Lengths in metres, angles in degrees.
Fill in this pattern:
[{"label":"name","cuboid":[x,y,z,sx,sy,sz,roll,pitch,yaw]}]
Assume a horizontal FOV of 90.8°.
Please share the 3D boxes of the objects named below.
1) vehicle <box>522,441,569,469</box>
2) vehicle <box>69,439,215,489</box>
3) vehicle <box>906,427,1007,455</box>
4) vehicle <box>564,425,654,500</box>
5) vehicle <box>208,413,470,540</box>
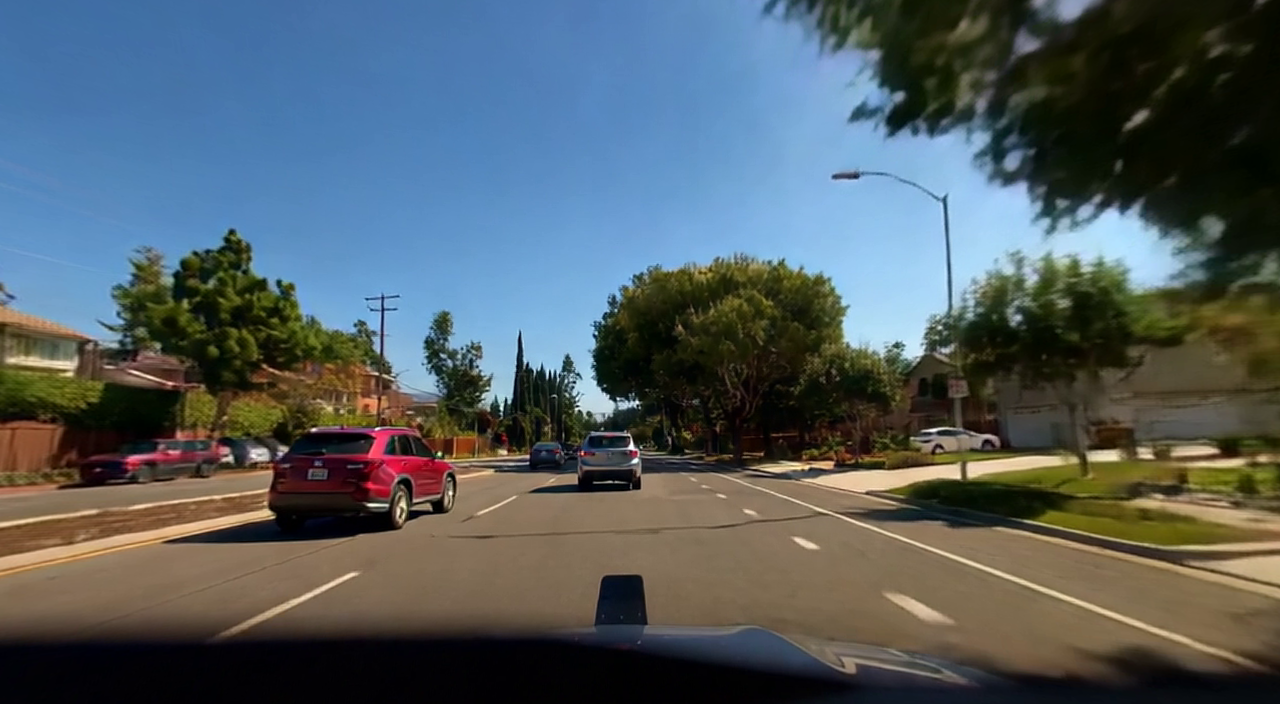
[{"label":"vehicle","cuboid":[-5.376,5.903,36.564,2.014,1.493,4.658,0,-8,0]},{"label":"vehicle","cuboid":[-19.310,4.318,24.829,1.971,1.759,4.631,0,-8,-1]},{"label":"vehicle","cuboid":[17.259,4.878,34.615,4.500,1.442,1.930,0,-8,3]},{"label":"vehicle","cuboid":[-0.770,2.941,17.191,2.131,1.761,4.242,0,-8,-1]},{"label":"vehicle","cuboid":[-4.761,2.035,11.037,2.243,1.722,4.621,0,-8,0]}]
